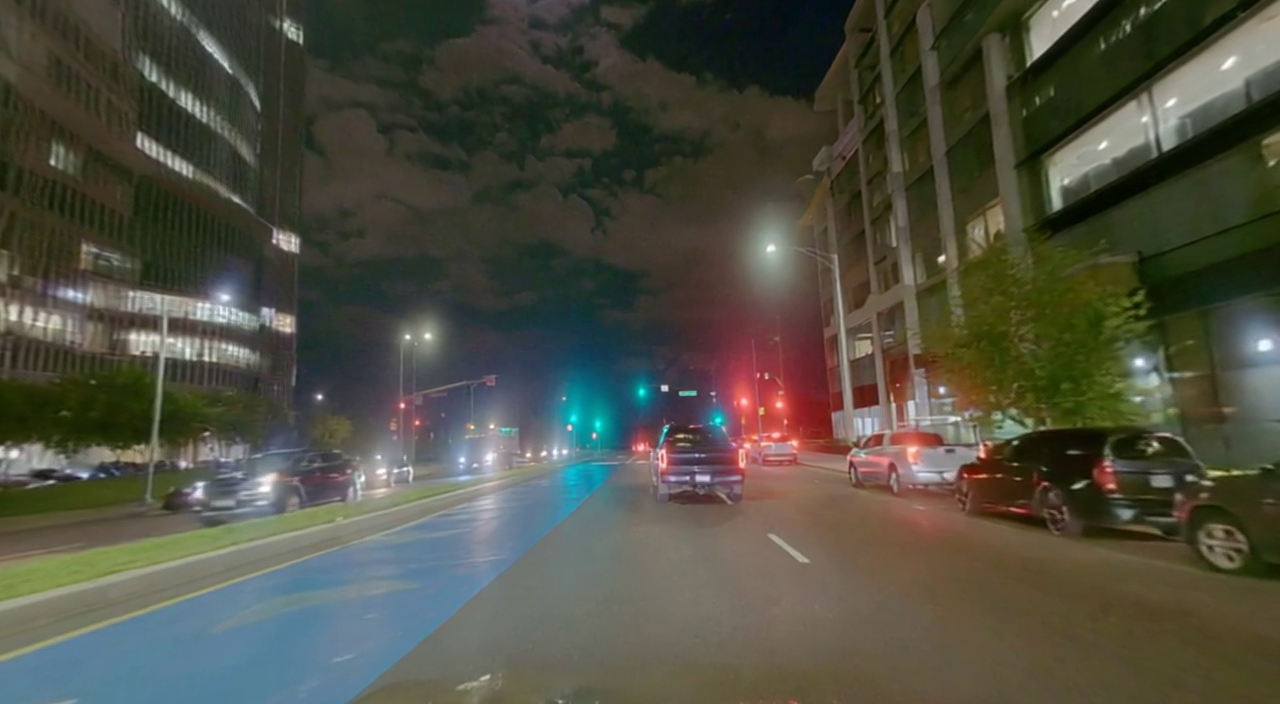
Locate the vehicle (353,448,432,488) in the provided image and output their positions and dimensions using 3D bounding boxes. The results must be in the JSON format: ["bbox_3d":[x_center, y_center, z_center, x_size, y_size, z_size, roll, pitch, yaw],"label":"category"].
[{"bbox_3d":[-11.994,5.620,30.999,2.191,1.763,5.059,0,-9,-4],"label":"vehicle"}]

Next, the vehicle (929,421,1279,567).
[{"bbox_3d":[6.476,1.913,9.376,2.106,1.550,5.046,-1,-9,2],"label":"vehicle"}]

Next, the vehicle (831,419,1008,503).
[{"bbox_3d":[6.794,2.748,16.258,2.088,1.761,5.697,-1,-9,2],"label":"vehicle"}]

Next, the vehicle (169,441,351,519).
[{"bbox_3d":[-10.040,3.371,17.253,2.072,1.806,4.736,0,-8,-1],"label":"vehicle"}]

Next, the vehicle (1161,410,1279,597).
[{"bbox_3d":[6.628,1.176,4.529,1.927,1.631,4.417,0,-9,0],"label":"vehicle"}]

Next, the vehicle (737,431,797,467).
[{"bbox_3d":[6.929,5.368,34.884,2.205,1.823,5.078,0,-9,0],"label":"vehicle"}]

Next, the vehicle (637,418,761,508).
[{"bbox_3d":[1.174,2.550,14.847,2.283,1.773,4.255,0,-9,-3],"label":"vehicle"}]
